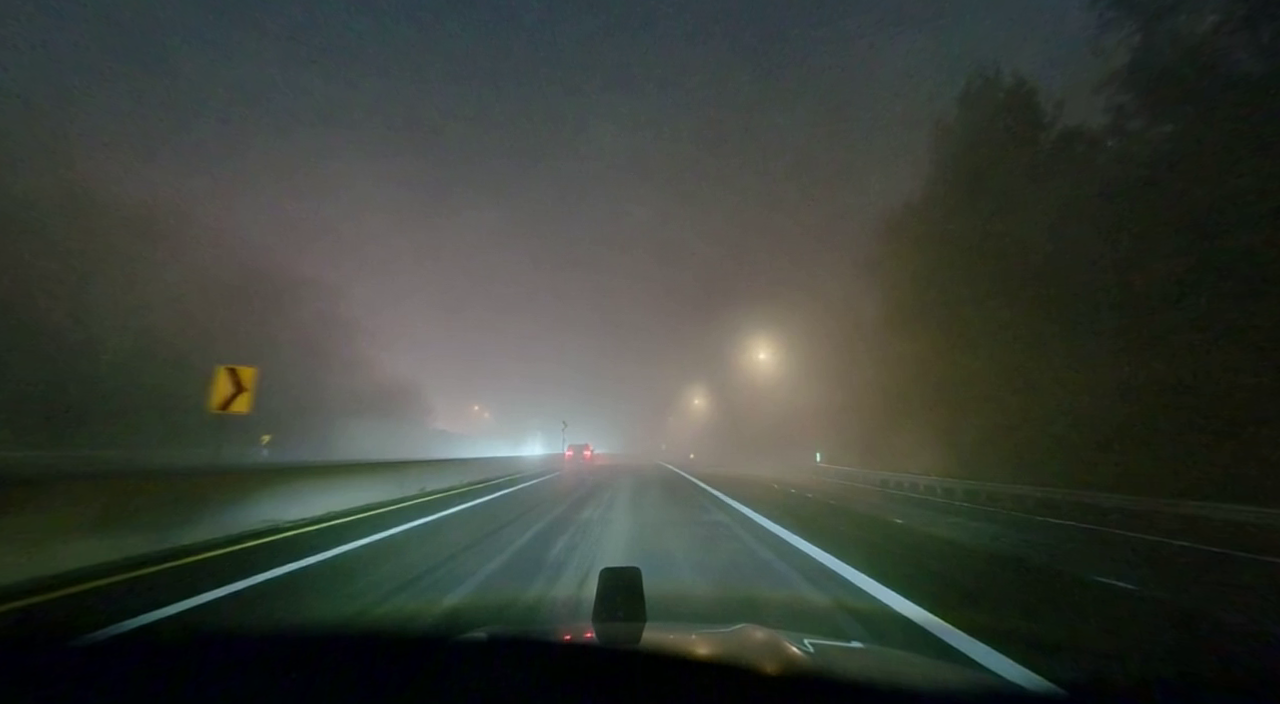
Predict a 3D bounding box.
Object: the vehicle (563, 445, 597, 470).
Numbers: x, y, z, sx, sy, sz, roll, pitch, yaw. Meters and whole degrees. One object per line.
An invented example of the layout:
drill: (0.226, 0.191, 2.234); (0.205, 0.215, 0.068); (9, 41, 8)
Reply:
vehicle: (-3.813, 6.752, 40.499); (1.835, 1.531, 3.811); (0, -9, -1)
